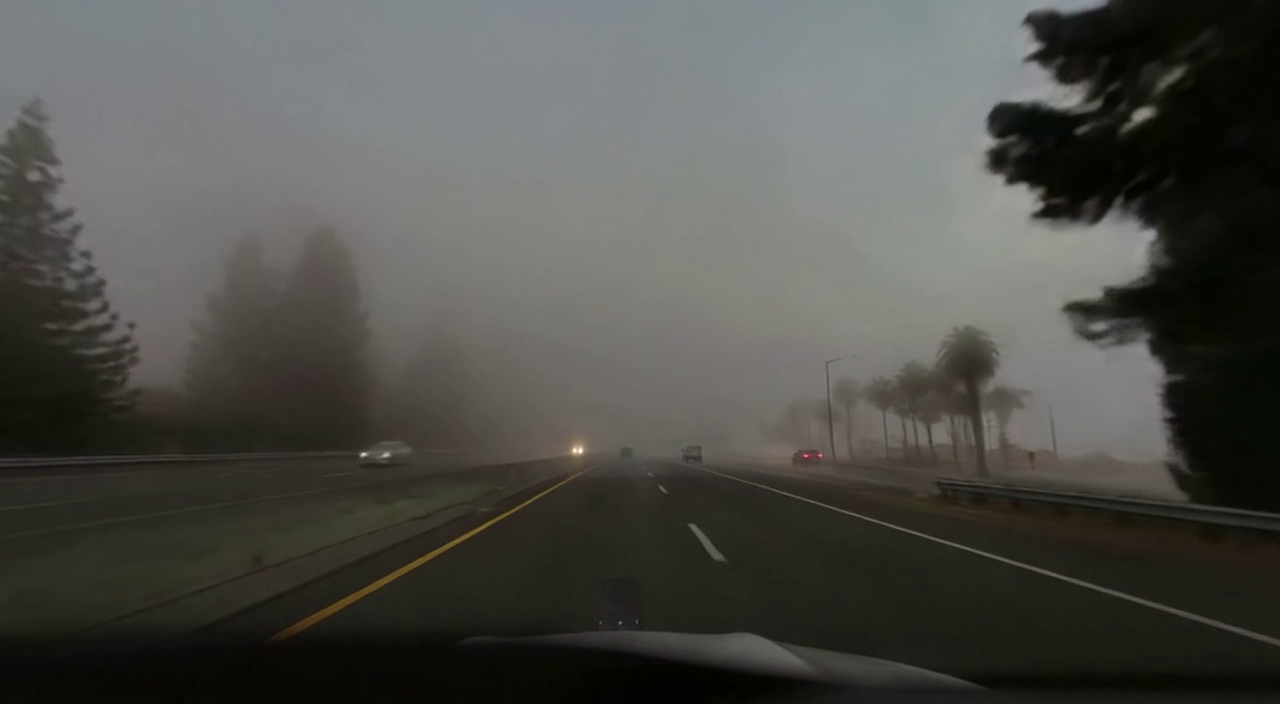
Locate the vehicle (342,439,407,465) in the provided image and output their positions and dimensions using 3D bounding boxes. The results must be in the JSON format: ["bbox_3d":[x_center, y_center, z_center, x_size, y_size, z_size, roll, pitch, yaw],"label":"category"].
[{"bbox_3d":[-16.514,6.267,39.593,1.950,1.477,4.792,0,-9,0],"label":"vehicle"}]
